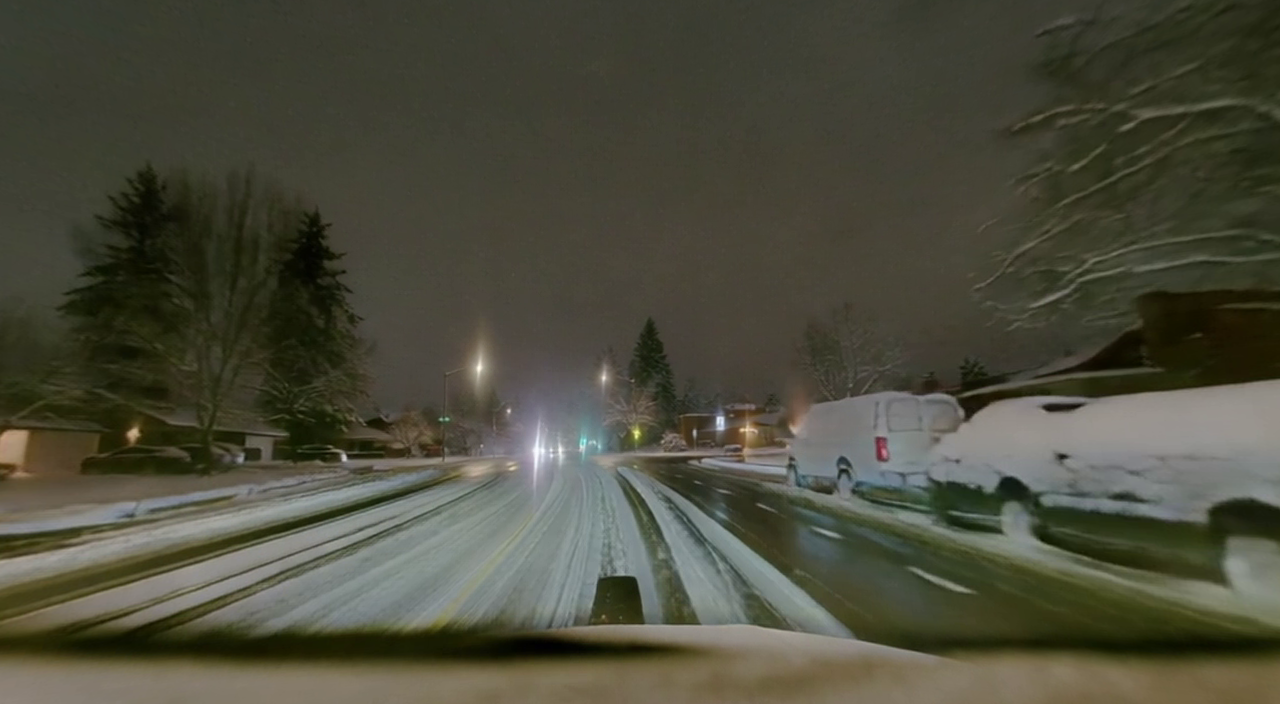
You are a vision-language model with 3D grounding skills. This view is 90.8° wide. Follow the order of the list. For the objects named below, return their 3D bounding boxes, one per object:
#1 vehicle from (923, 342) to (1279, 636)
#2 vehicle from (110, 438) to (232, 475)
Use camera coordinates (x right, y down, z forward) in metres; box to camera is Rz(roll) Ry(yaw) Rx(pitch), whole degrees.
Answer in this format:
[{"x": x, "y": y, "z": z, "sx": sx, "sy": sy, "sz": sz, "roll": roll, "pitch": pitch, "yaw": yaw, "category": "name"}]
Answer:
[{"x": 5.894, "y": 1.265, "z": 6.593, "sx": 2.670, "sy": 2.085, "sz": 6.775, "roll": 0, "pitch": -8, "yaw": -1, "category": "vehicle"}, {"x": -25.998, "y": 5.785, "z": 35.222, "sx": 4.975, "sy": 1.847, "sz": 2.096, "roll": 0, "pitch": -8, "yaw": -13, "category": "vehicle"}]
